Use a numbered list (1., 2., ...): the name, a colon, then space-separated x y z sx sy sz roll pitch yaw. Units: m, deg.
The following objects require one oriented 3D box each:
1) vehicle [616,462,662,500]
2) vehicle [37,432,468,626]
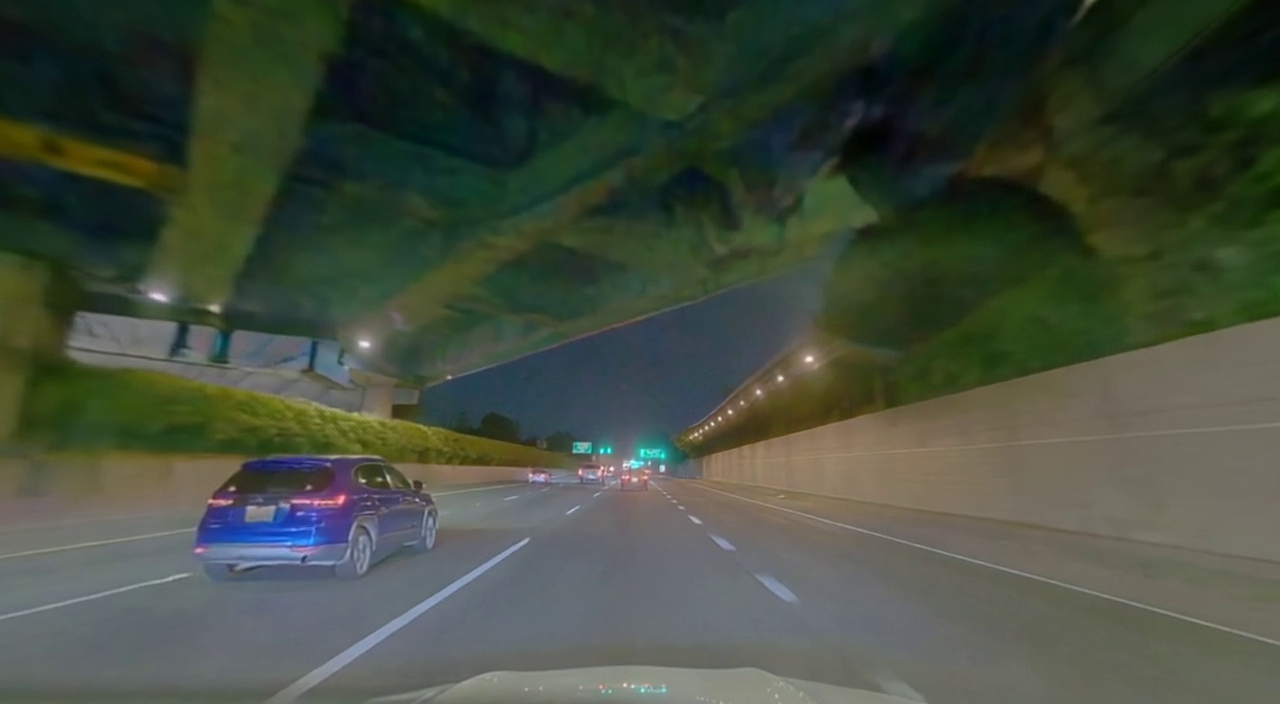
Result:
1. vehicle: -0.093 6.018 29.479 1.992 1.601 3.762 1 -11 -1
2. vehicle: -3.774 1.869 7.496 2.102 1.521 4.687 1 -11 0
